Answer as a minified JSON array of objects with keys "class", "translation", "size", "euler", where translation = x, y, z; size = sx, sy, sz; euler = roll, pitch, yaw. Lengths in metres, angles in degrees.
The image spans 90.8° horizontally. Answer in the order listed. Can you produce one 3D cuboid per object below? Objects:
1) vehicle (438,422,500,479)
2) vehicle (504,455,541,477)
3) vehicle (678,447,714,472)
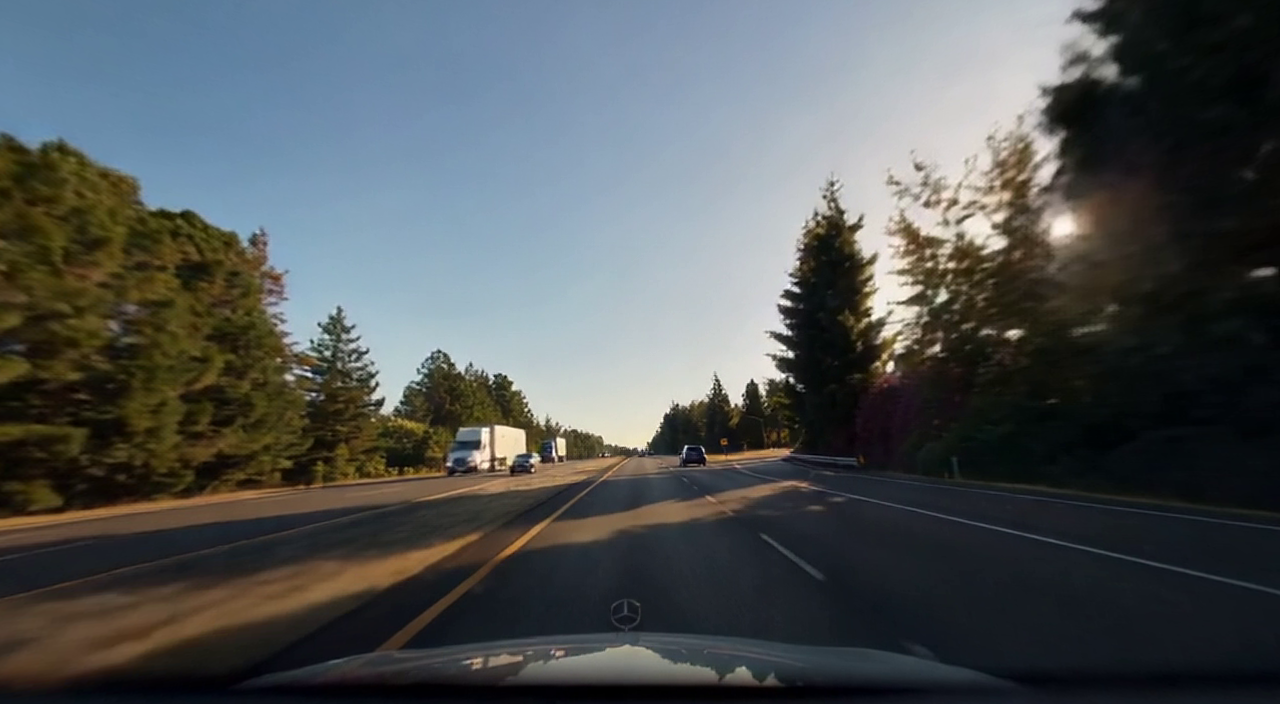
[{"class":"vehicle","translation":[-12.733,7.419,47.620],"size":[2.985,3.990,5.823],"euler":[0,-9,0]},{"class":"vehicle","translation":[-8.243,8.023,44.519],"size":[1.882,1.452,3.812],"euler":[0,-9,0]},{"class":"vehicle","translation":[3.730,7.213,42.558],"size":[2.013,1.584,3.995],"euler":[0,-9,0]}]
